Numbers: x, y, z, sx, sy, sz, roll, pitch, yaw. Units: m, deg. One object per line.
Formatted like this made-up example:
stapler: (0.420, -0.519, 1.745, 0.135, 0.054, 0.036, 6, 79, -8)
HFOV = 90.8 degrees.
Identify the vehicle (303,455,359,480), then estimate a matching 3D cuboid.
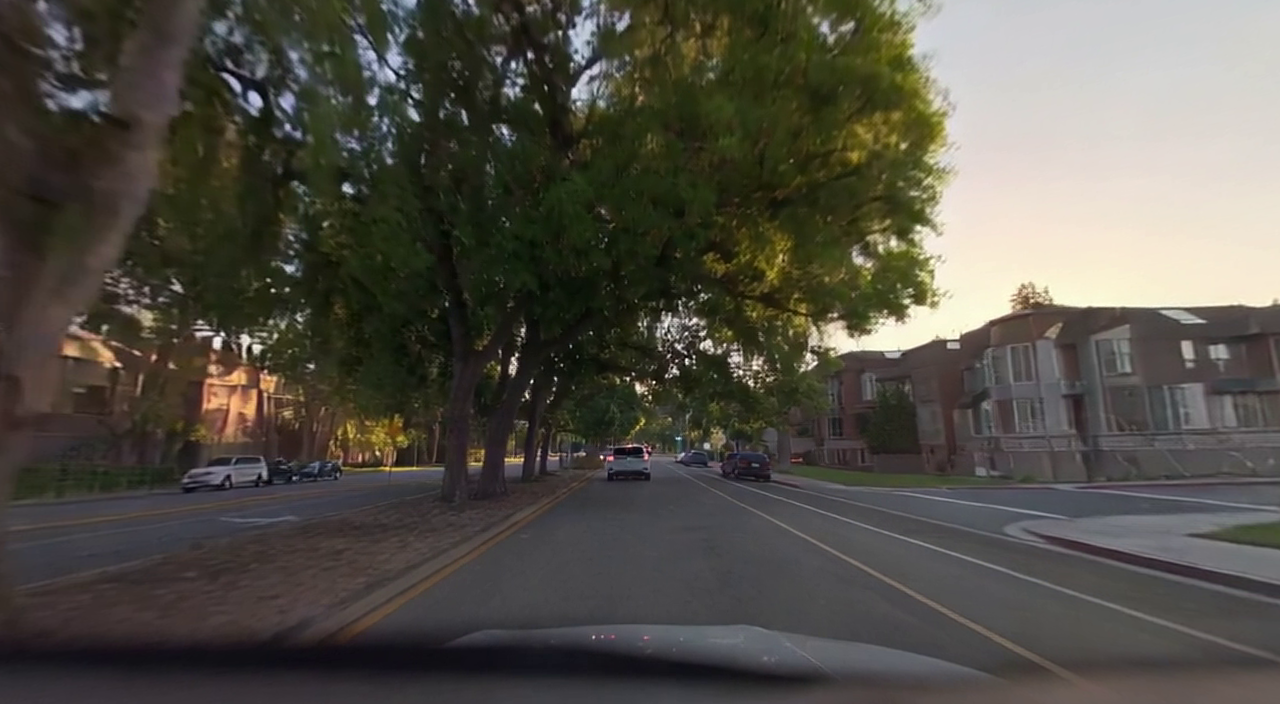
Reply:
vehicle: (-22.533, 8.398, 46.287, 1.835, 1.644, 4.598, 0, -8, -1)

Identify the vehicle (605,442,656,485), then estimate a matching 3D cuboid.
vehicle: (-0.419, 4.796, 27.563, 2.070, 1.698, 3.925, 0, -8, -1)

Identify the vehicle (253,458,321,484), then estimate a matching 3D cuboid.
vehicle: (-22.368, 7.526, 40.237, 1.772, 1.457, 4.505, 0, -8, -1)

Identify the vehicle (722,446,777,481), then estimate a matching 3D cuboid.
vehicle: (5.699, 5.810, 33.323, 1.970, 1.696, 4.405, 0, -8, -2)

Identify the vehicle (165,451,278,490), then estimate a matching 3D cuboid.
vehicle: (-22.457, 6.350, 34.319, 2.338, 1.842, 5.722, 0, -8, -1)
